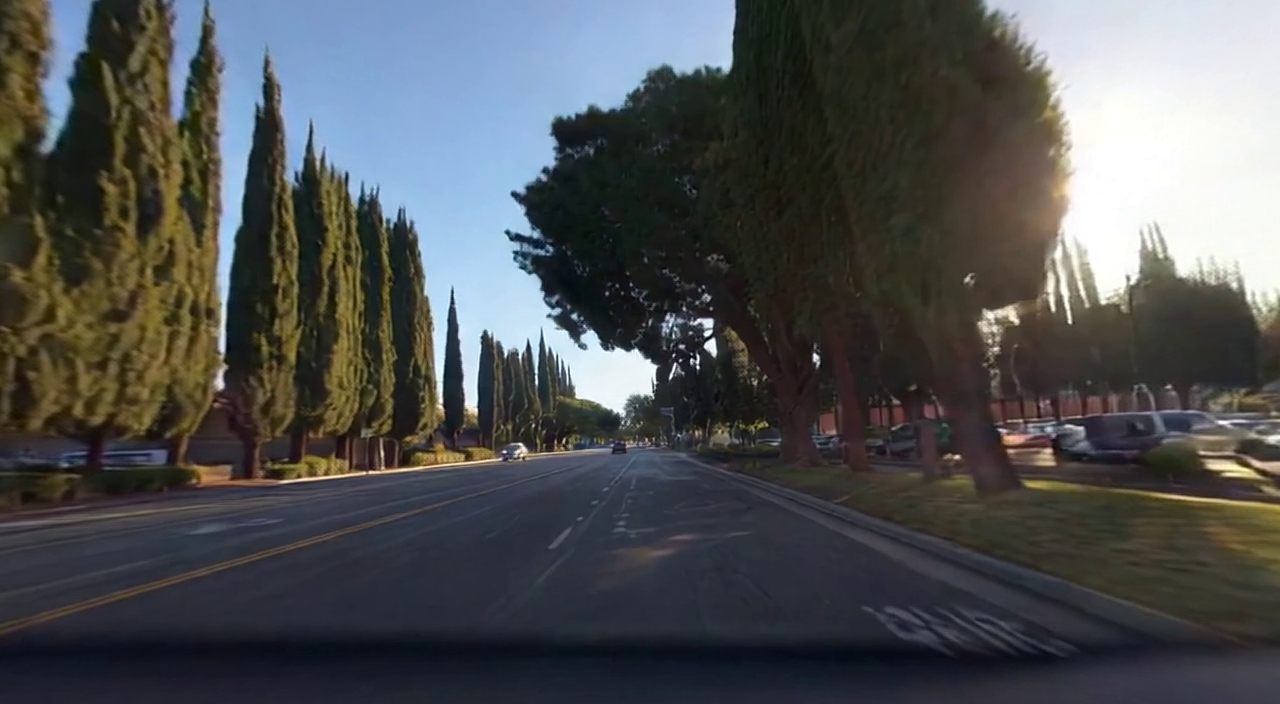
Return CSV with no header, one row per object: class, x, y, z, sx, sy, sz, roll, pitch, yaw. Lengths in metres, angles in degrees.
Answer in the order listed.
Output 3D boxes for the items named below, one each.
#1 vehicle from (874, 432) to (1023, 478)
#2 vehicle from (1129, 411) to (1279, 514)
vehicle,11.308,3.793,23.371,4.522,1.499,1.871,1,-9,2
vehicle,10.862,1.777,10.438,3.933,1.521,1.865,0,-8,-1
